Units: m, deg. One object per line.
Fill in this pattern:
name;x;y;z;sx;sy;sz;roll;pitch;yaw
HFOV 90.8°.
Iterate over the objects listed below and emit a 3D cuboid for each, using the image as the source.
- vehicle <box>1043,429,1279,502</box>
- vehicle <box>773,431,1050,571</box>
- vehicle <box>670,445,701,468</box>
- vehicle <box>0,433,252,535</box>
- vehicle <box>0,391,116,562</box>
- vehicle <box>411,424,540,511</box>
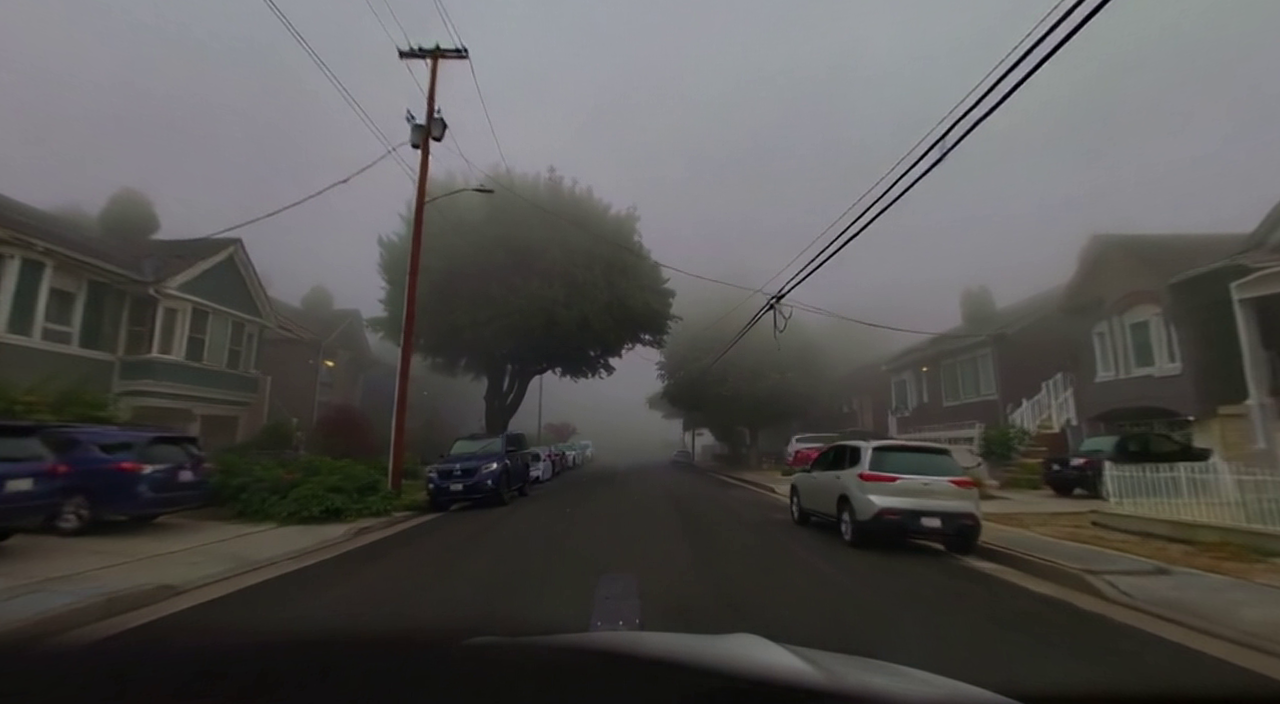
vehicle;12.874;2.762;15.605;4.377;1.650;2.107;0;-9;-2
vehicle;3.523;2.001;9.342;2.019;1.536;4.405;0;-9;-2
vehicle;3.227;7.497;45.446;1.916;1.587;3.986;0;-9;1
vehicle;-9.197;2.076;10.243;4.462;1.460;2.014;0;-9;1
vehicle;-9.102;1.387;7.118;4.469;1.816;2.022;0;-9;-1
vehicle;-4.047;2.937;16.562;2.057;1.887;5.053;0;-9;-1
